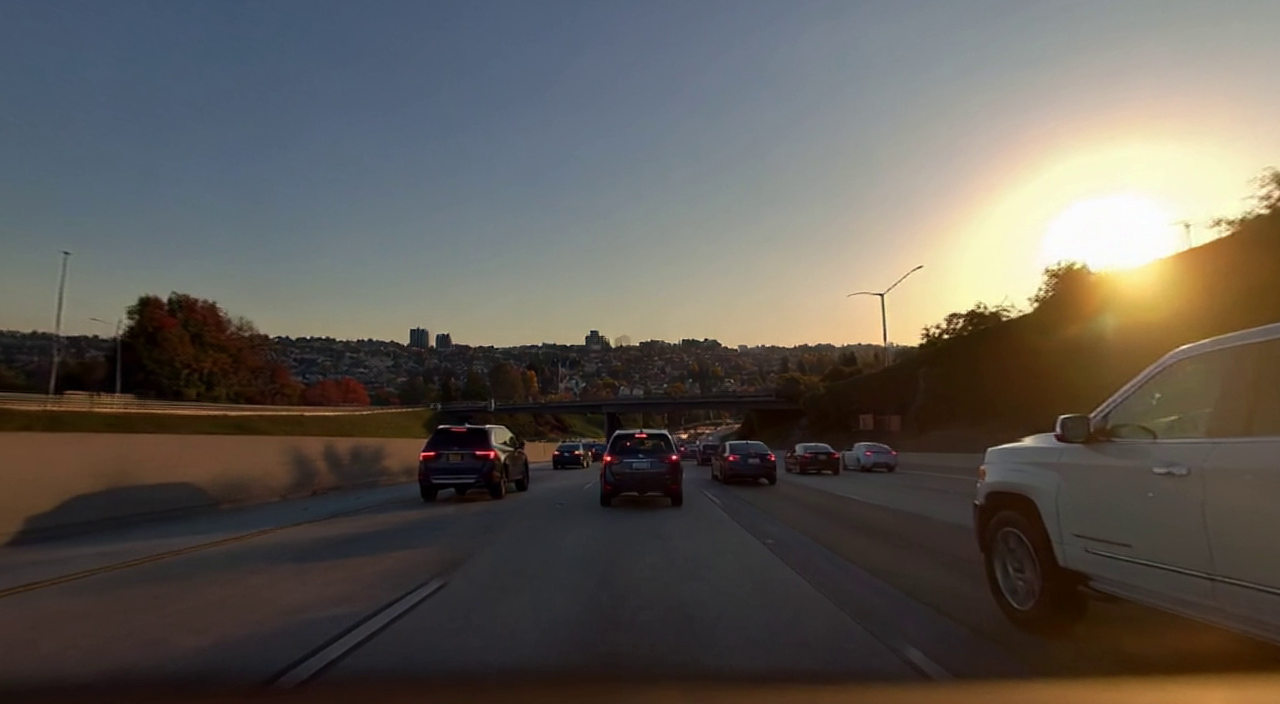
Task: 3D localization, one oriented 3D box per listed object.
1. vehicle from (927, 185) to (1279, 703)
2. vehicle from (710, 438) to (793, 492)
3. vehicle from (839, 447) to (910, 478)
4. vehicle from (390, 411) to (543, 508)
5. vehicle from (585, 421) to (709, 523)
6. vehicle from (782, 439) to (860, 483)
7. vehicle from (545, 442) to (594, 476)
[{"bbox_3d":[3.521,0.544,2.476,2.300,2.242,5.327,0,-9,1],"label":"vehicle"},{"bbox_3d":[3.697,3.854,21.837,2.022,1.633,4.651,1,-9,0],"label":"vehicle"},{"bbox_3d":[12.151,5.737,32.970,1.945,1.498,4.385,1,-9,-1],"label":"vehicle"},{"bbox_3d":[-4.271,2.810,16.855,2.212,2.101,6.052,0,-9,2],"label":"vehicle"},{"bbox_3d":[0.159,2.427,13.175,2.181,1.756,4.167,0,-9,1],"label":"vehicle"},{"bbox_3d":[7.883,4.778,27.945,2.054,1.769,4.693,0,-9,0],"label":"vehicle"},{"bbox_3d":[-3.703,5.701,33.890,1.982,1.655,4.604,0,-9,2],"label":"vehicle"}]
